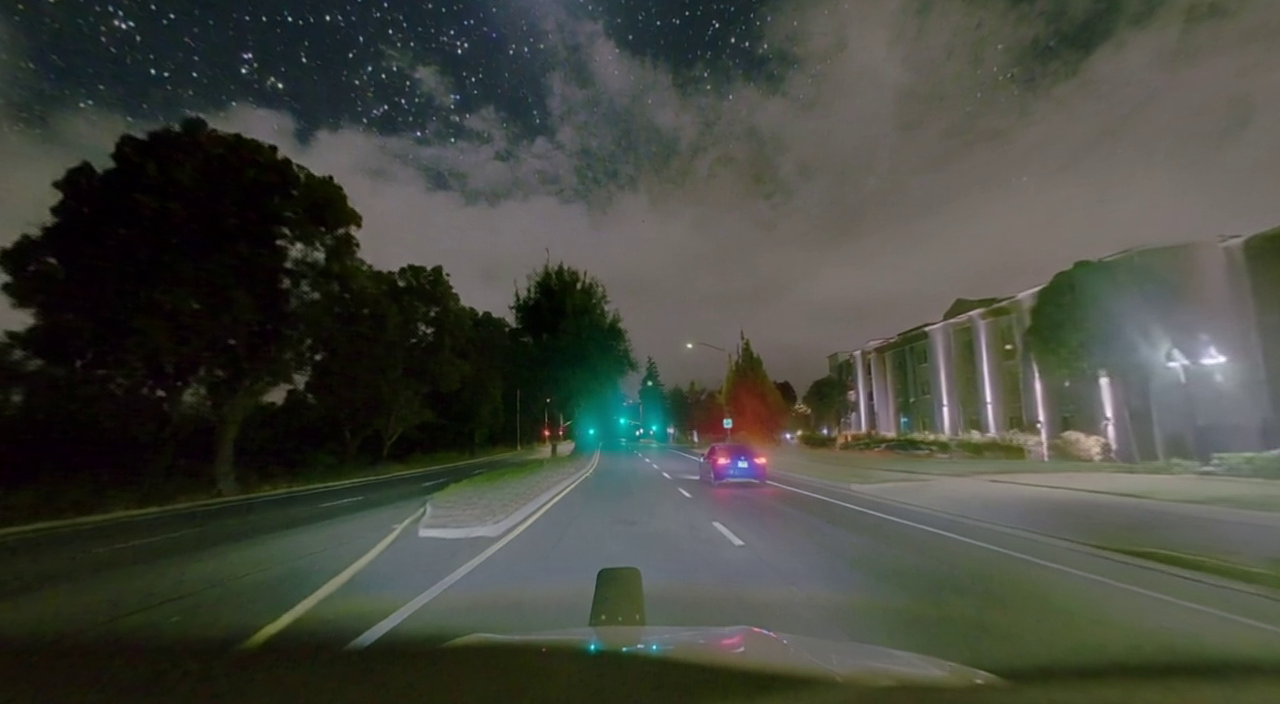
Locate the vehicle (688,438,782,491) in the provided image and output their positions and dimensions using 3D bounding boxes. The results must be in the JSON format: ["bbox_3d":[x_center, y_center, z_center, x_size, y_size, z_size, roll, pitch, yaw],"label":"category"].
[{"bbox_3d":[2.898,3.551,20.350,2.114,1.493,4.430,0,-9,-3],"label":"vehicle"}]
